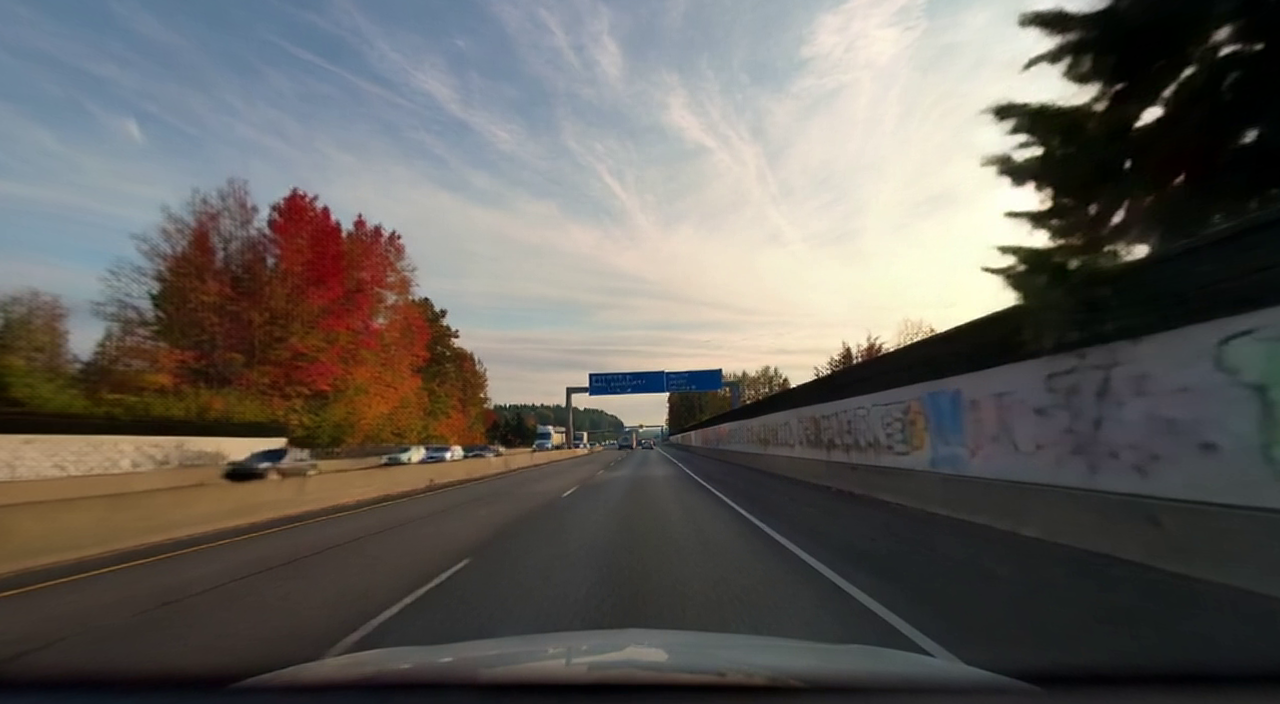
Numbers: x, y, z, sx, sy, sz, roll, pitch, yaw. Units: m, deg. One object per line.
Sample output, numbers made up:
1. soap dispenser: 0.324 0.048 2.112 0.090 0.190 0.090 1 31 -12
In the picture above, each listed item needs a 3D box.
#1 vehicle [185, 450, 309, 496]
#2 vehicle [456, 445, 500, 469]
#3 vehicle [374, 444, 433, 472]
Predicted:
1. vehicle: -14.684 4.512 23.859 1.796 1.495 4.504 0 -8 0
2. vehicle: -10.666 6.905 41.682 1.768 1.469 3.813 0 -8 3
3. vehicle: -14.554 6.538 38.956 1.924 1.609 4.275 0 -8 1
